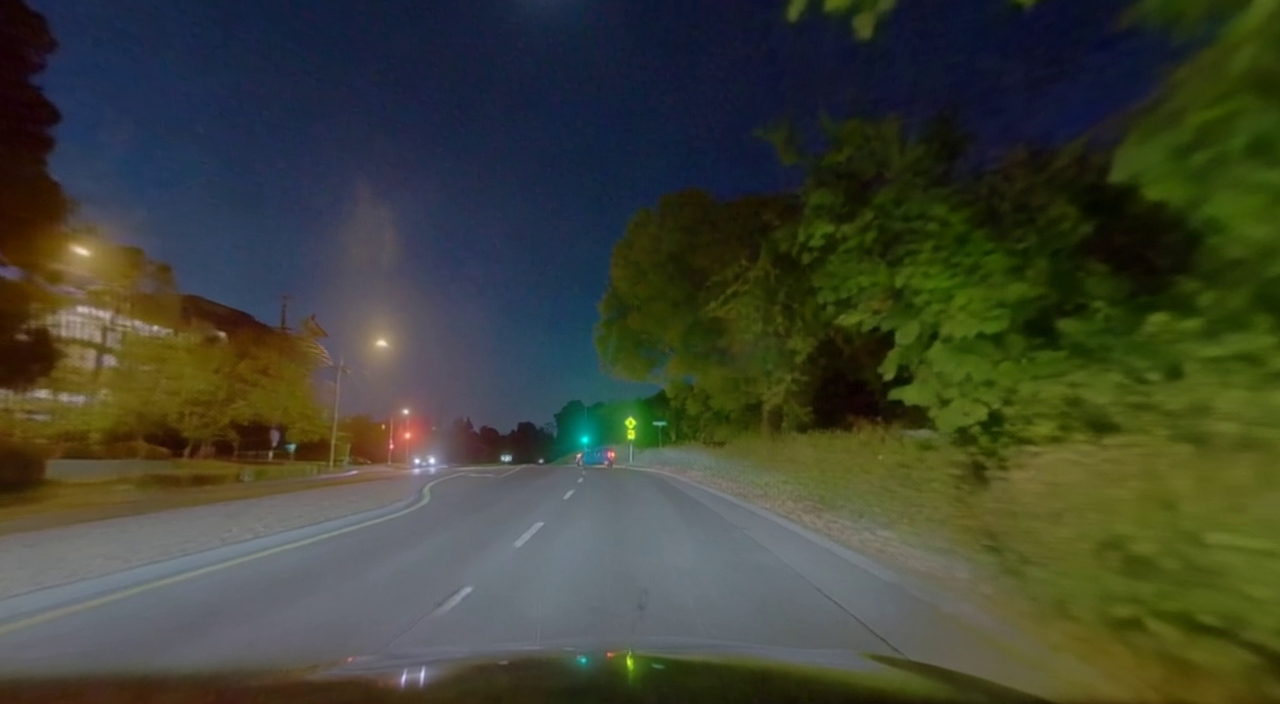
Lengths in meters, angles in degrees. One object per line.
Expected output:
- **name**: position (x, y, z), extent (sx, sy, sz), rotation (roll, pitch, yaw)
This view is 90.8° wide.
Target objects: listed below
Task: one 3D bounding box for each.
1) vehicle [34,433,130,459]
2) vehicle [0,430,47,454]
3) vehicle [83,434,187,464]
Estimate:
- **vehicle**: position (-40.074, 6.710, 45.535), extent (1.935, 1.582, 4.741), rotation (2, -6, 16)
- **vehicle**: position (-47.824, 6.753, 47.332), extent (2.042, 1.721, 4.404), rotation (-4, -9, 17)
- **vehicle**: position (-29.598, 5.680, 37.077), extent (4.816, 1.696, 2.323), rotation (-3, -9, 16)
